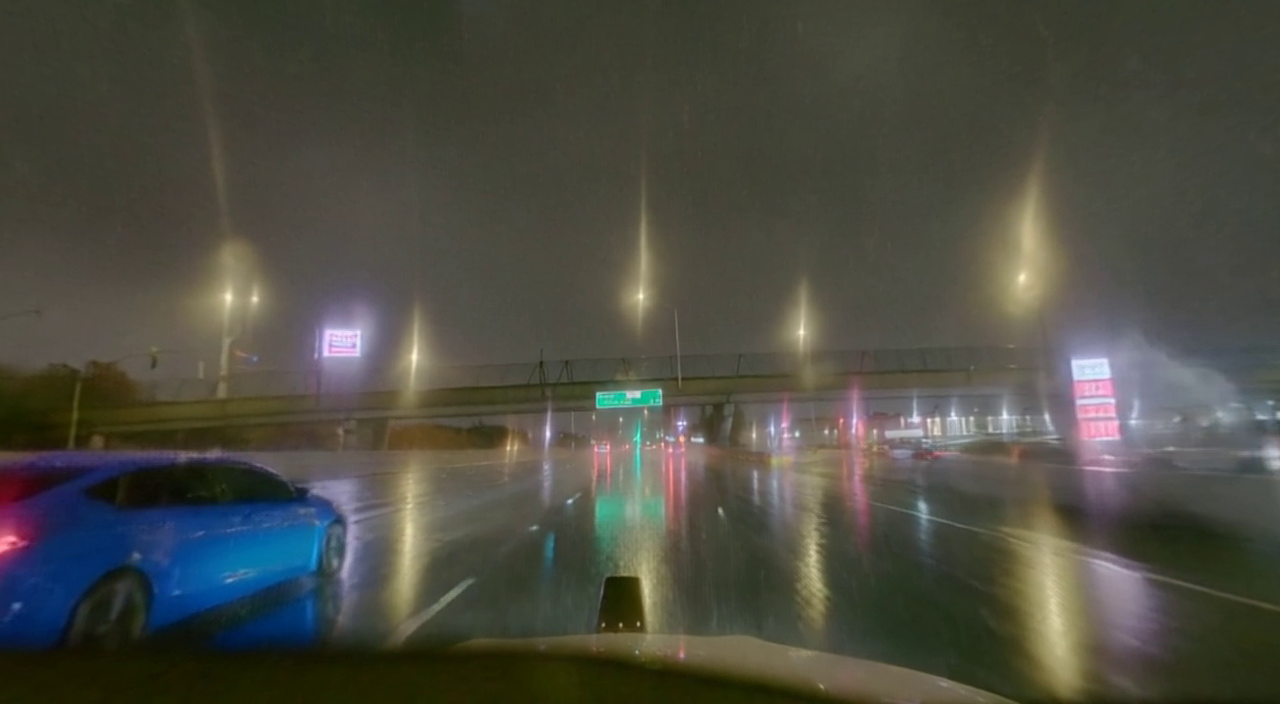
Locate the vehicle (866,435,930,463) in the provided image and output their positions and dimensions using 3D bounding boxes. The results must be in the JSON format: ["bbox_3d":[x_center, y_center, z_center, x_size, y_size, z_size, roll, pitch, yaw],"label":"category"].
[{"bbox_3d":[18.631,7.030,45.973,2.128,1.915,5.821,0,-8,-1],"label":"vehicle"}]

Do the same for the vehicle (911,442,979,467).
[{"bbox_3d":[18.461,6.217,38.467,1.858,1.432,4.563,0,-8,0],"label":"vehicle"}]

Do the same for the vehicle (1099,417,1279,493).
[{"bbox_3d":[17.815,3.218,20.126,2.229,2.050,5.602,0,-8,2],"label":"vehicle"}]

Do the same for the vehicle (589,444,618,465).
[{"bbox_3d":[-2.729,7.800,48.208,1.982,1.516,4.327,0,-8,0],"label":"vehicle"}]

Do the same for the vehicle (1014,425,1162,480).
[{"bbox_3d":[18.023,4.082,25.853,2.108,1.965,5.471,0,-8,1],"label":"vehicle"}]
